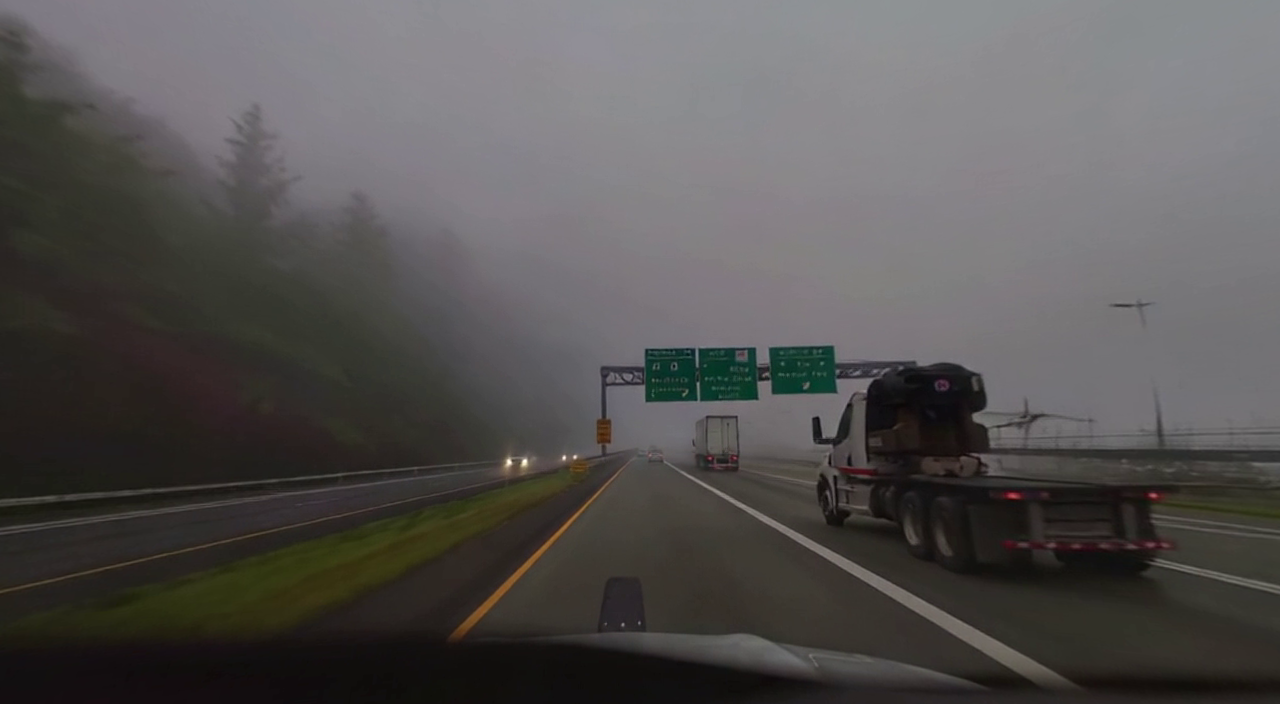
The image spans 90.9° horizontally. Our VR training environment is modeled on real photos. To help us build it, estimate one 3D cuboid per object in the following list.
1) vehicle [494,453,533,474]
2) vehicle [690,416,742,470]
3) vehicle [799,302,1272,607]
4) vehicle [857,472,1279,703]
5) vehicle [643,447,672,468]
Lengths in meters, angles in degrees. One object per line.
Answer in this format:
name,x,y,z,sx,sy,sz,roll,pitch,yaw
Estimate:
vehicle,-9.167,8.119,46.048,1.835,1.456,4.202,0,-9,2
vehicle,5.092,6.289,43.574,2.743,3.367,7.306,0,-9,1
vehicle,4.349,1.351,8.812,2.569,2.783,5.984,0,-9,-1
vehicle,4.449,1.252,2.438,2.472,1.036,13.239,0,-9,-1
vehicle,1.239,7.719,46.314,2.049,1.500,3.790,0,-9,0
